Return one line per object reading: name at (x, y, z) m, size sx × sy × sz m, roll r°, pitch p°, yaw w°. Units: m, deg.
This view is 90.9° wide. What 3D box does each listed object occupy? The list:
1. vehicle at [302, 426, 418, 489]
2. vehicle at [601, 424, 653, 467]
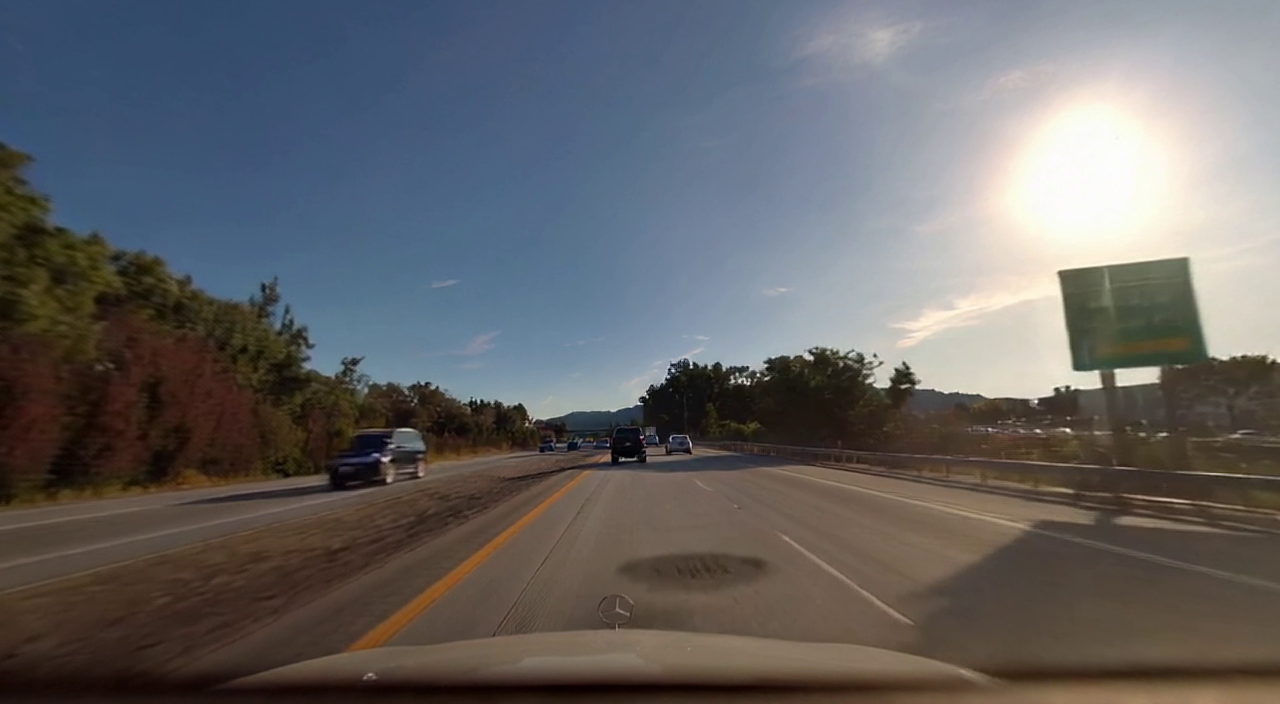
vehicle at (-9.314, 3.509, 21.431) m, size 1.957 × 1.894 × 4.375 m, roll 0°, pitch -8°, yaw -1°
vehicle at (-0.700, 4.854, 32.973) m, size 2.503 × 2.044 × 4.633 m, roll 0°, pitch -8°, yaw -2°
